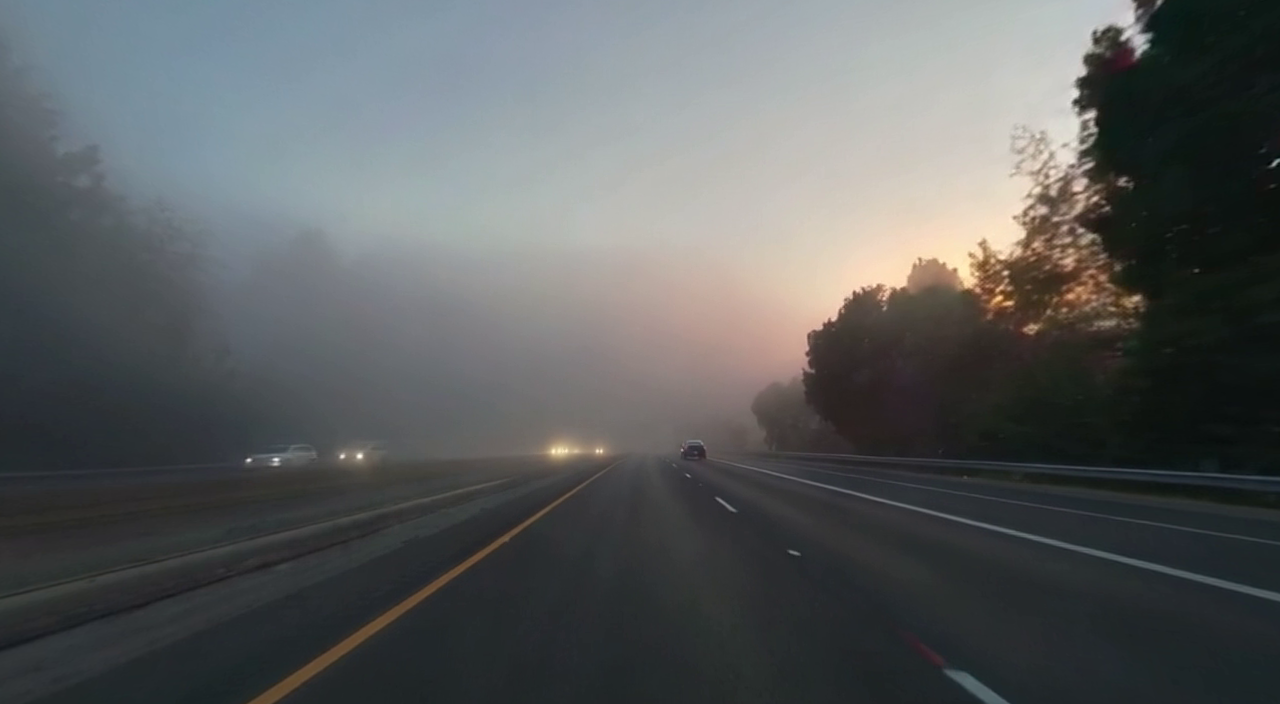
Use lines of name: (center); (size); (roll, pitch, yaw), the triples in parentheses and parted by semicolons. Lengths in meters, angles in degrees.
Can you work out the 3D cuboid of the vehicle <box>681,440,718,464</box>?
vehicle: (3.938, 6.698, 42.343); (2.062, 1.518, 4.026); (0, -8, -1)
